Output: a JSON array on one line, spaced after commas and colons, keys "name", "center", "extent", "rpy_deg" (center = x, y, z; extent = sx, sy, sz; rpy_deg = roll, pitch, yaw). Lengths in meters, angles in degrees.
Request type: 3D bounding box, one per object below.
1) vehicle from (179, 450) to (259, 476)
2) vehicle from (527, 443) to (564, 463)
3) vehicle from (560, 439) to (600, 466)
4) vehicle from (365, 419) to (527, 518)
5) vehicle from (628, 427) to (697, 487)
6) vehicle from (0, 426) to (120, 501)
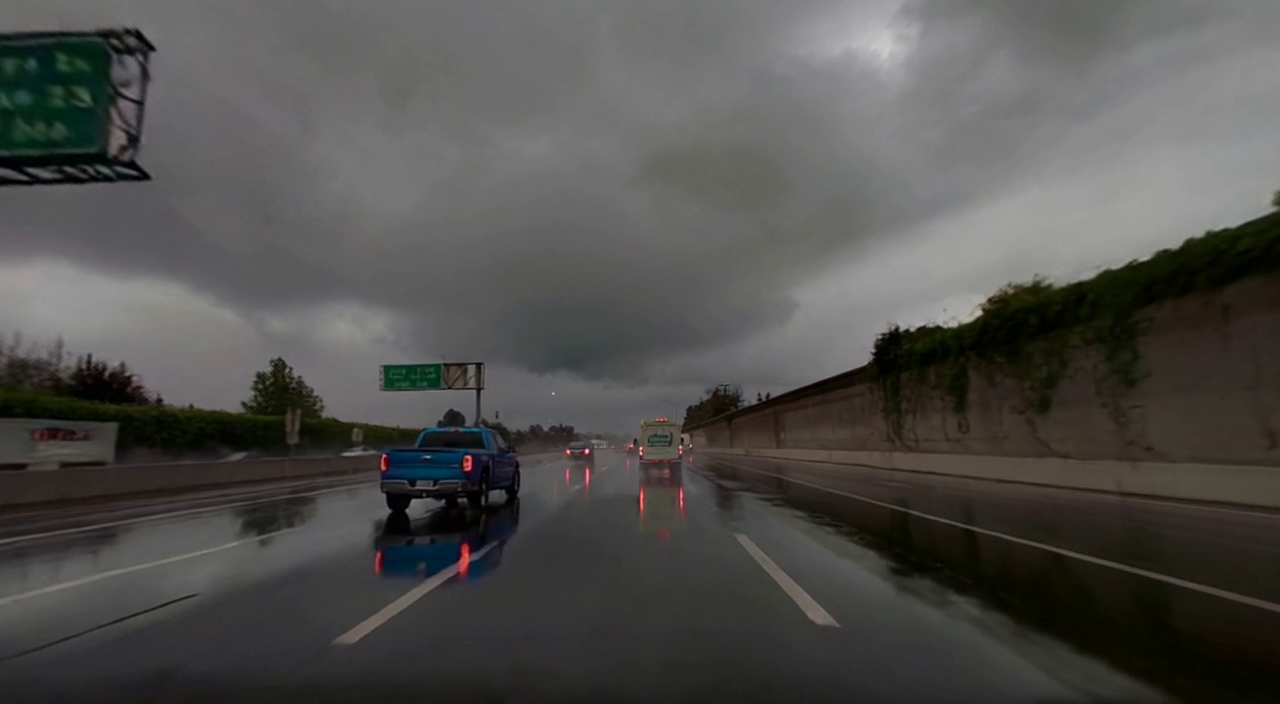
[{"name": "vehicle", "center": [-24.491, 6.454, 36.863], "extent": [1.907, 1.430, 3.878], "rpy_deg": [0, -8, 2]}, {"name": "vehicle", "center": [-7.265, 7.872, 49.108], "extent": [2.081, 1.463, 4.749], "rpy_deg": [0, -8, 1]}, {"name": "vehicle", "center": [-3.735, 6.396, 40.109], "extent": [1.961, 1.591, 4.756], "rpy_deg": [0, -8, 1]}, {"name": "vehicle", "center": [-4.021, 2.526, 14.190], "extent": [1.954, 1.792, 5.187], "rpy_deg": [0, -9, 0]}, {"name": "vehicle", "center": [0.699, 3.526, 21.528], "extent": [2.083, 1.792, 4.782], "rpy_deg": [0, -9, 0]}, {"name": "vehicle", "center": [-16.213, 2.768, 15.755], "extent": [2.058, 1.758, 4.937], "rpy_deg": [-1, -8, 3]}]
